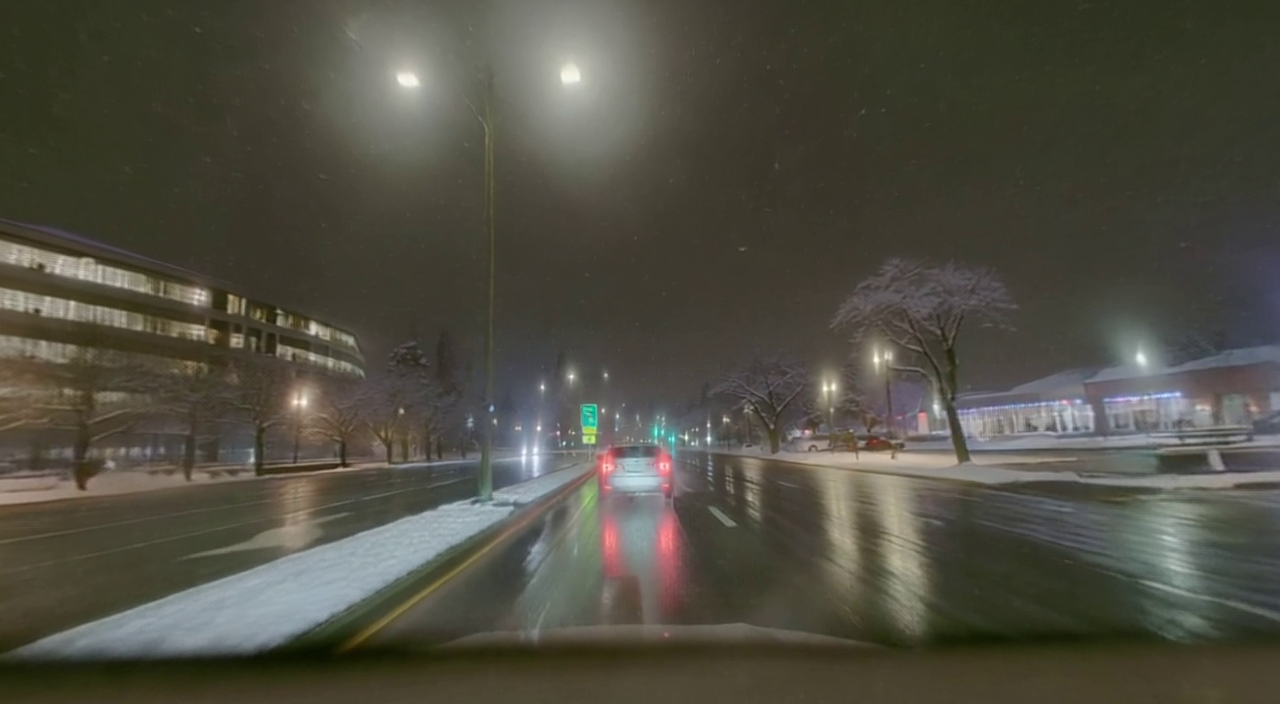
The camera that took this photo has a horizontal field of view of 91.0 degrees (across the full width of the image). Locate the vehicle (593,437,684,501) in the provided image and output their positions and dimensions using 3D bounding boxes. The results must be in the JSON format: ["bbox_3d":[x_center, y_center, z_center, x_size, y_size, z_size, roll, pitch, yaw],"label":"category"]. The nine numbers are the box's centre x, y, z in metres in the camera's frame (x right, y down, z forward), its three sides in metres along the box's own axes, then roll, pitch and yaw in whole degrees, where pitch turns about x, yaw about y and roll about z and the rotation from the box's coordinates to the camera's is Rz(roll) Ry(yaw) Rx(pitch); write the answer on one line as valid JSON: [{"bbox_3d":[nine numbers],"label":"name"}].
[{"bbox_3d":[-0.073,3.026,16.736,2.126,1.475,3.967,0,-8,-1],"label":"vehicle"}]

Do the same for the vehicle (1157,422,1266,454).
[{"bbox_3d":[32.889,5.009,36.402,1.868,1.675,4.527,0,-8,-3],"label":"vehicle"}]
